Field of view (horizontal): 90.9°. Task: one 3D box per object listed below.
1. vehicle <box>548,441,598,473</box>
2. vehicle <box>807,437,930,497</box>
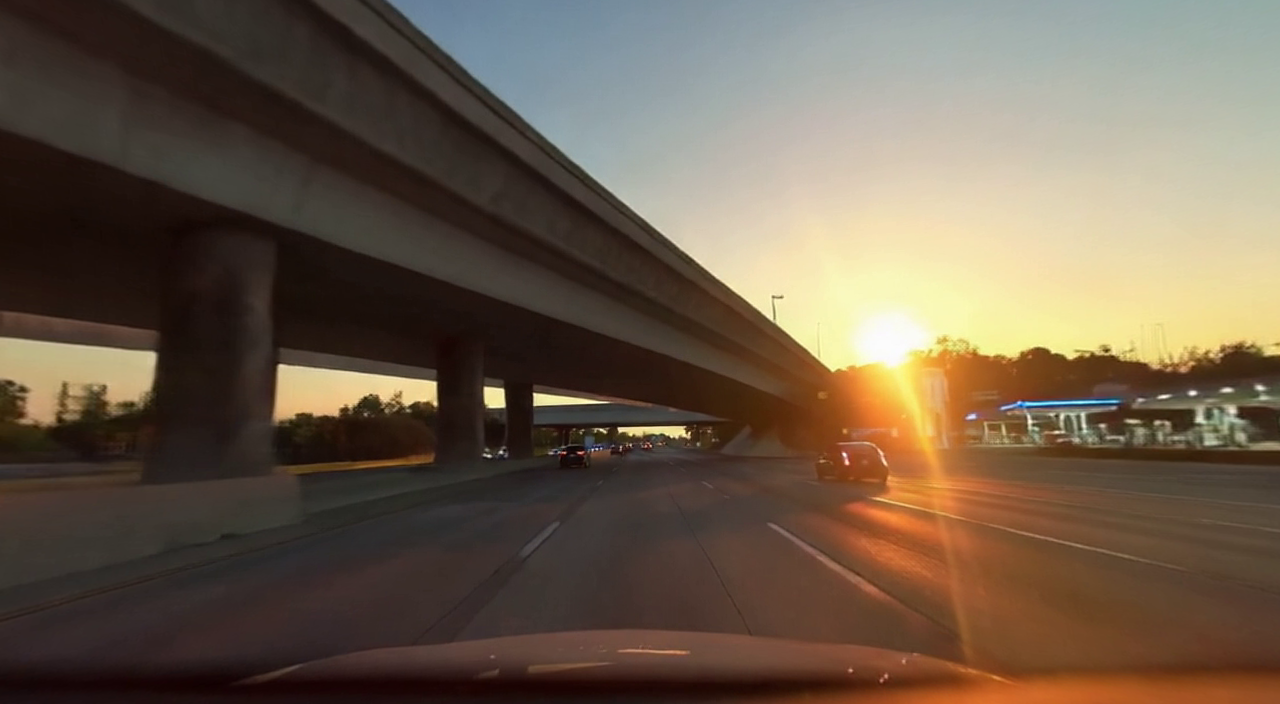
[{"bbox_3d":[-3.406,5.442,32.798,2.114,1.510,4.186,-1,-9,1],"label":"vehicle"},{"bbox_3d":[6.446,3.284,18.469,1.909,1.467,4.940,-1,-9,2],"label":"vehicle"}]
